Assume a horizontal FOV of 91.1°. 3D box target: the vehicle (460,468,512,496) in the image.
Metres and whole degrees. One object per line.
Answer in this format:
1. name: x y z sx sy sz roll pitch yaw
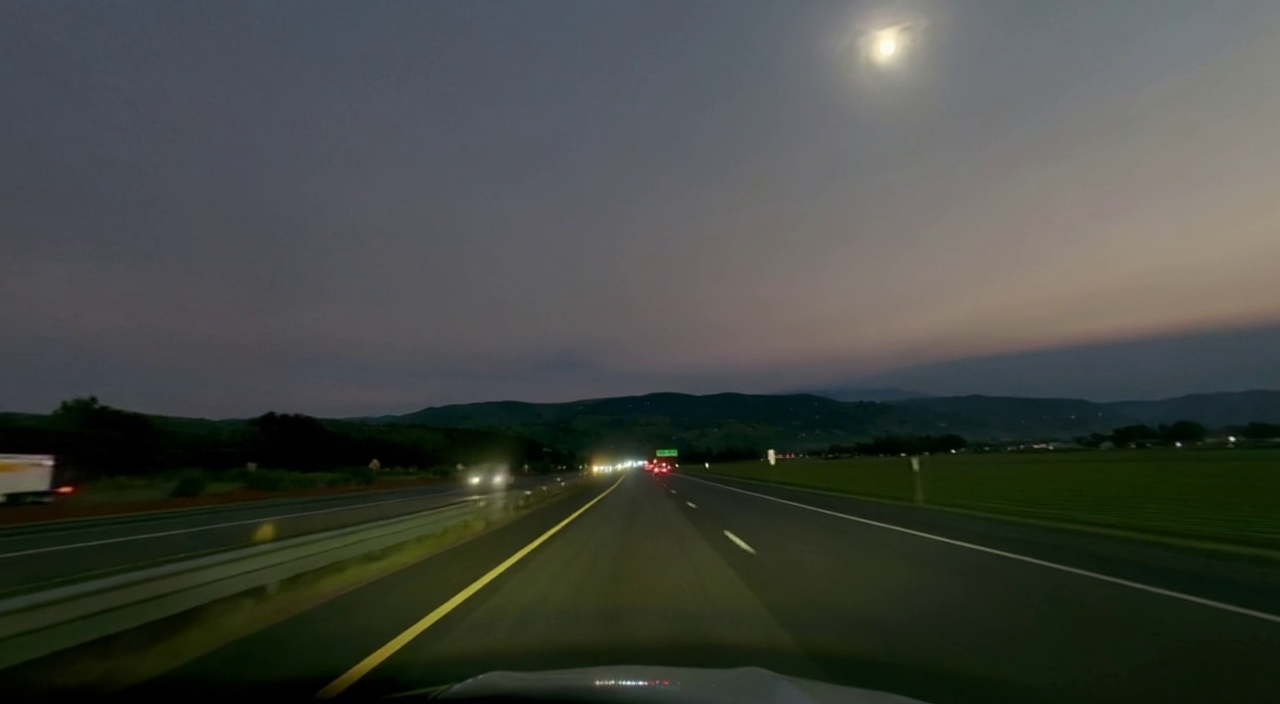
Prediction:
1. vehicle: -8.816 7.441 36.244 1.902 1.477 4.113 1 -10 0
